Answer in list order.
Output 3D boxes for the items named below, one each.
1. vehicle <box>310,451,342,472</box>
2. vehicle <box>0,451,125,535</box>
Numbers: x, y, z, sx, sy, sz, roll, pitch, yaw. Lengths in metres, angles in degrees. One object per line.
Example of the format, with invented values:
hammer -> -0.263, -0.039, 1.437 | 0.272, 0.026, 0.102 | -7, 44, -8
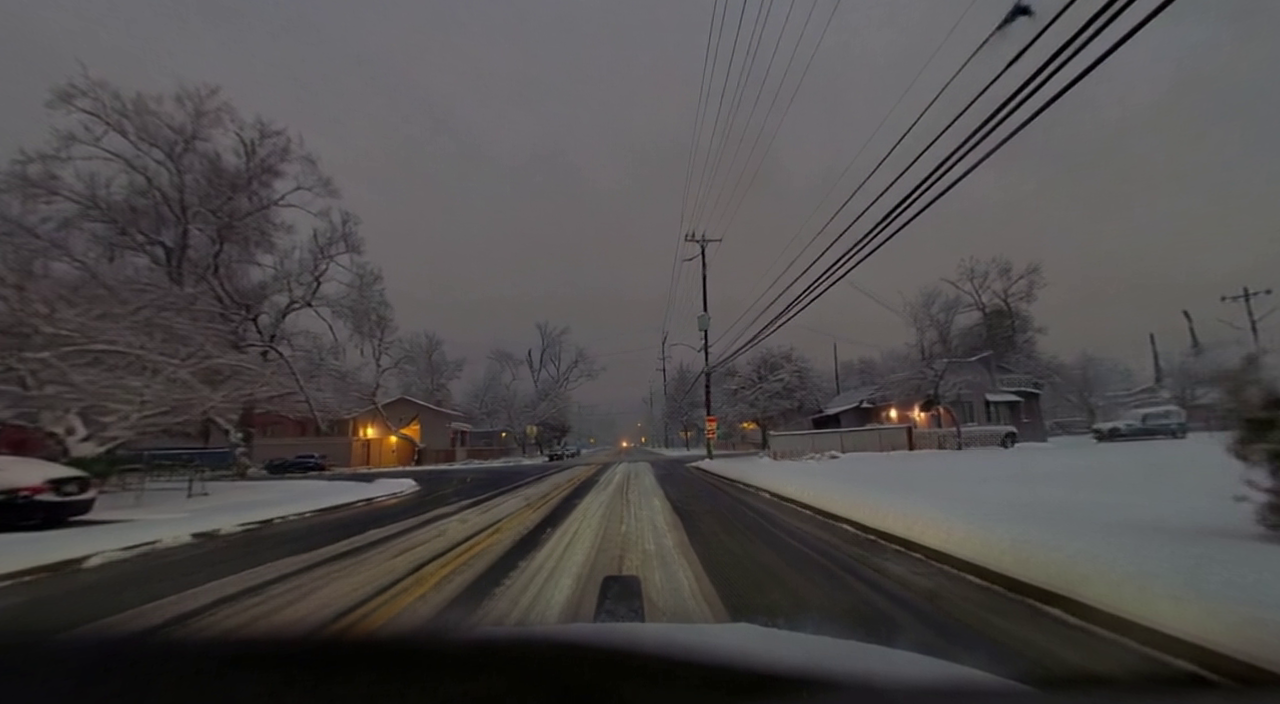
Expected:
vehicle -> -24.257, 8.426, 48.850 | 1.955, 1.448, 4.542 | 3, -8, -24
vehicle -> -13.355, 2.718, 12.414 | 4.424, 1.487, 2.139 | 1, -9, -8
